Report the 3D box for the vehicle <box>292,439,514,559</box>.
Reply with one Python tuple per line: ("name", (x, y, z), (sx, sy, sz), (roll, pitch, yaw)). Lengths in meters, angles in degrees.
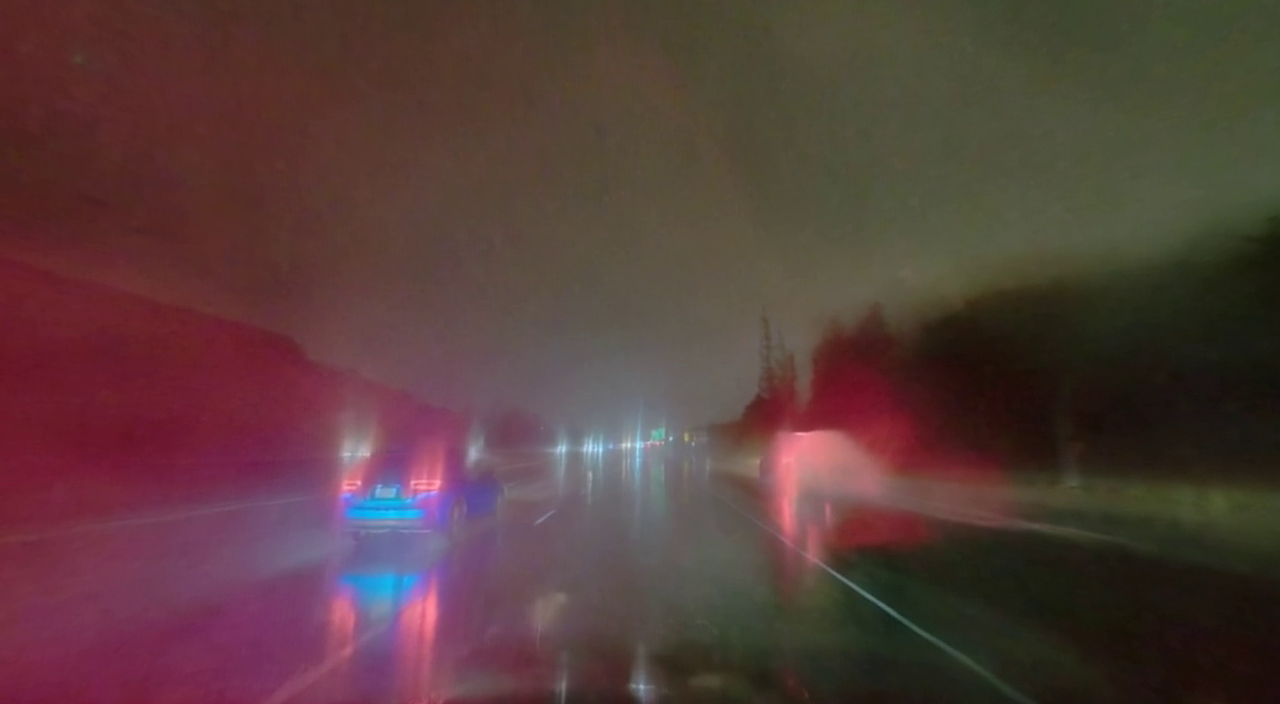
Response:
("vehicle", (-3.343, 2.131, 9.832), (1.935, 1.479, 3.787), (0, -9, 1))
